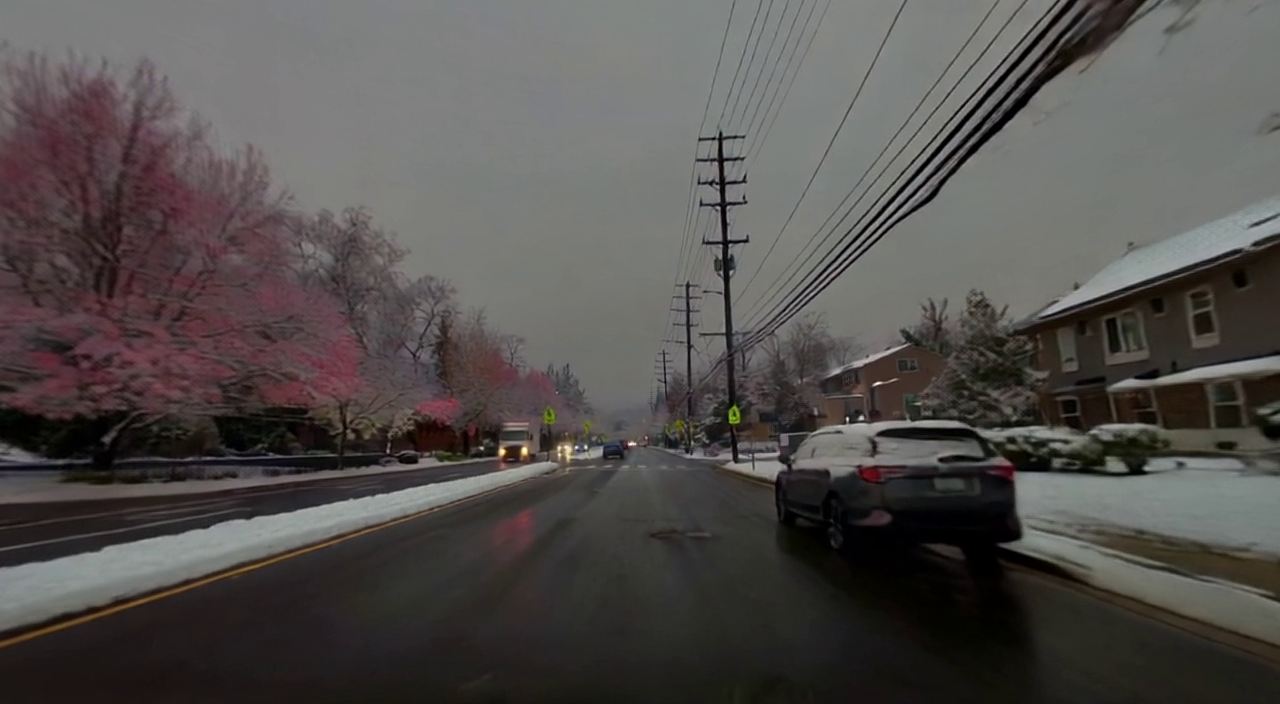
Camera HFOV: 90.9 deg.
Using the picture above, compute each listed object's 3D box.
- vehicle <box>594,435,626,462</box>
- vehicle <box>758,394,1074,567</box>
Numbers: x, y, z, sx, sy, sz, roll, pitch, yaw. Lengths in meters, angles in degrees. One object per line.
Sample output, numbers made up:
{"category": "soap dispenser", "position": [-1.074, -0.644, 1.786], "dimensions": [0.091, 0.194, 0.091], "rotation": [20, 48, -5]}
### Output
{"category": "vehicle", "position": [-2.251, 7.397, 48.296], "dimensions": [2.202, 1.961, 4.980], "rotation": [0, -8, 0]}
{"category": "vehicle", "position": [3.609, 1.850, 9.937], "dimensions": [2.280, 1.904, 5.779], "rotation": [0, -8, -1]}
